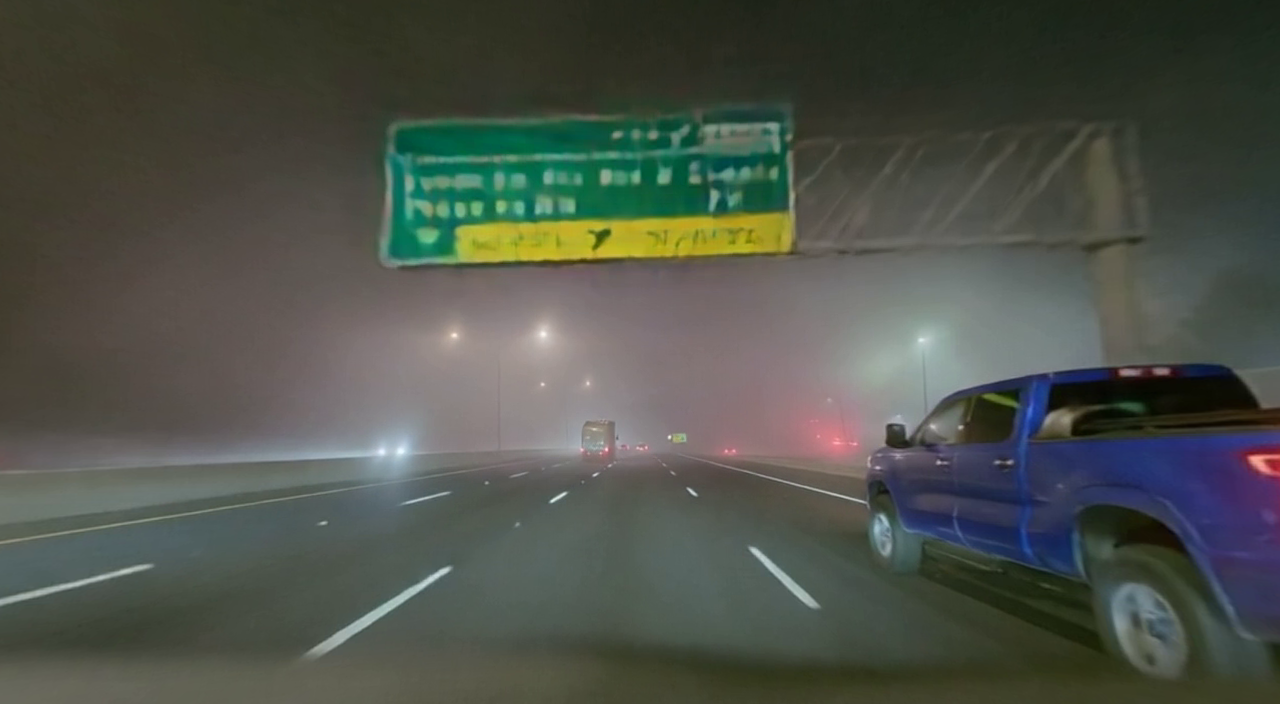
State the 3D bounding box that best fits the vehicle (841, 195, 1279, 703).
[{"bbox_3d":[3.593,0.777,4.034,2.593,2.110,6.016,0,-9,0],"label":"vehicle"}]
